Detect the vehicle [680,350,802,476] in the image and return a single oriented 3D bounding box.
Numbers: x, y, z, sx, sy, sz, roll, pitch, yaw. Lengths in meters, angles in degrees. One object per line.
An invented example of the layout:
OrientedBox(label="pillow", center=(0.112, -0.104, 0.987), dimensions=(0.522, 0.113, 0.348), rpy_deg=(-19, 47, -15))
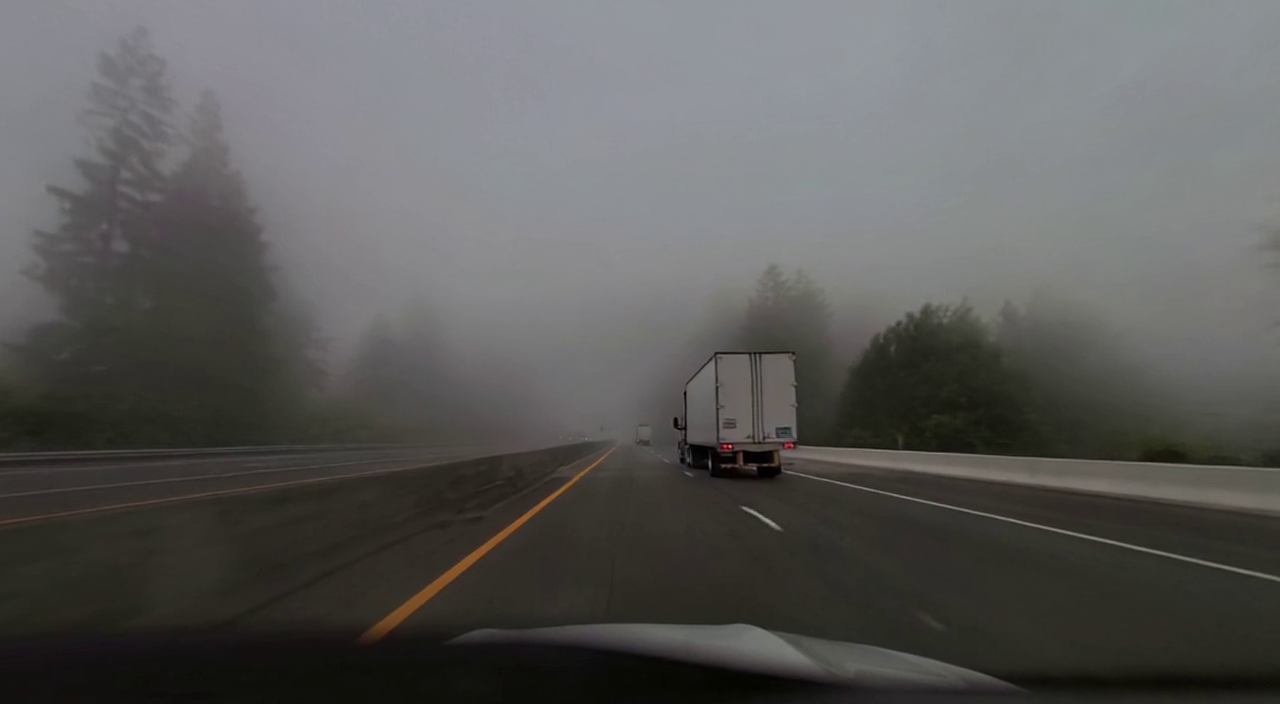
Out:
OrientedBox(label="vehicle", center=(3.550, 2.659, 25.453), dimensions=(2.911, 3.994, 10.840), rpy_deg=(0, -8, -1))
